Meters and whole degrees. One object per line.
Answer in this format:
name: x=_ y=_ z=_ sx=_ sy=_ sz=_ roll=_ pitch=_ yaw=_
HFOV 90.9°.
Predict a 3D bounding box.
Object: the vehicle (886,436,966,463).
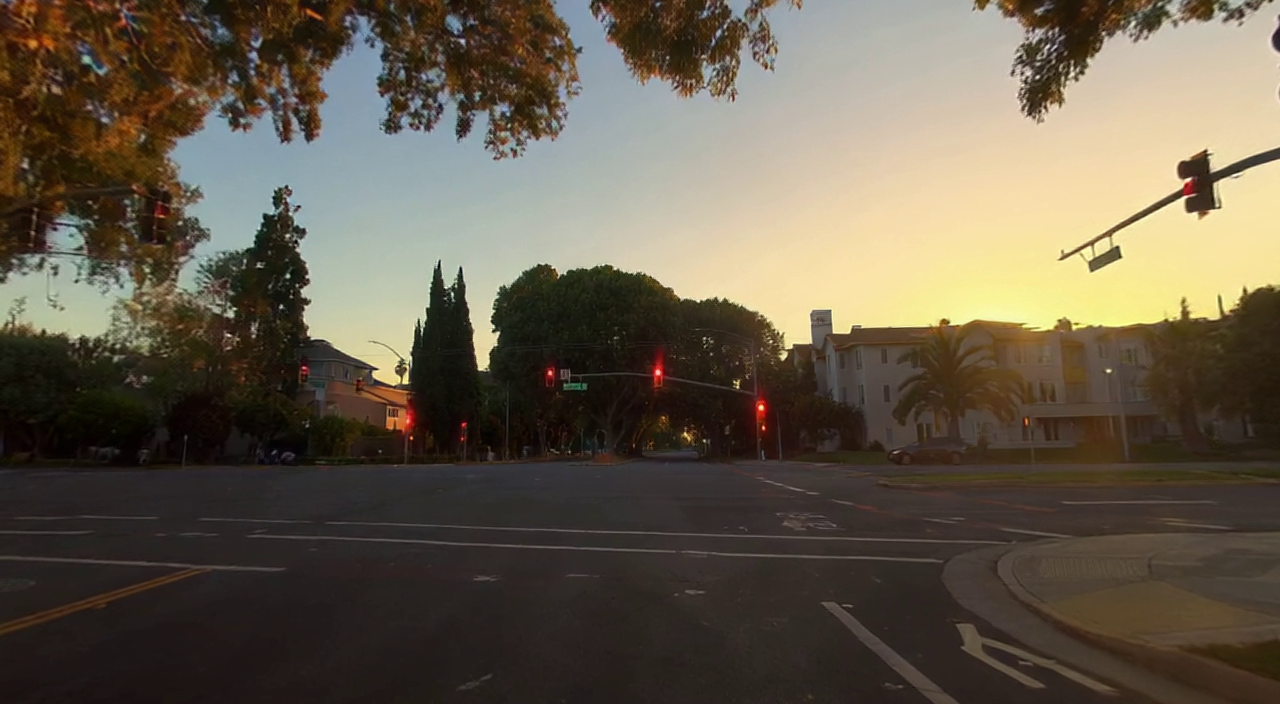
vehicle: x=16.086 y=5.511 z=35.591 sx=3.952 sy=1.468 sz=1.768 roll=-4 pitch=-9 yaw=22
